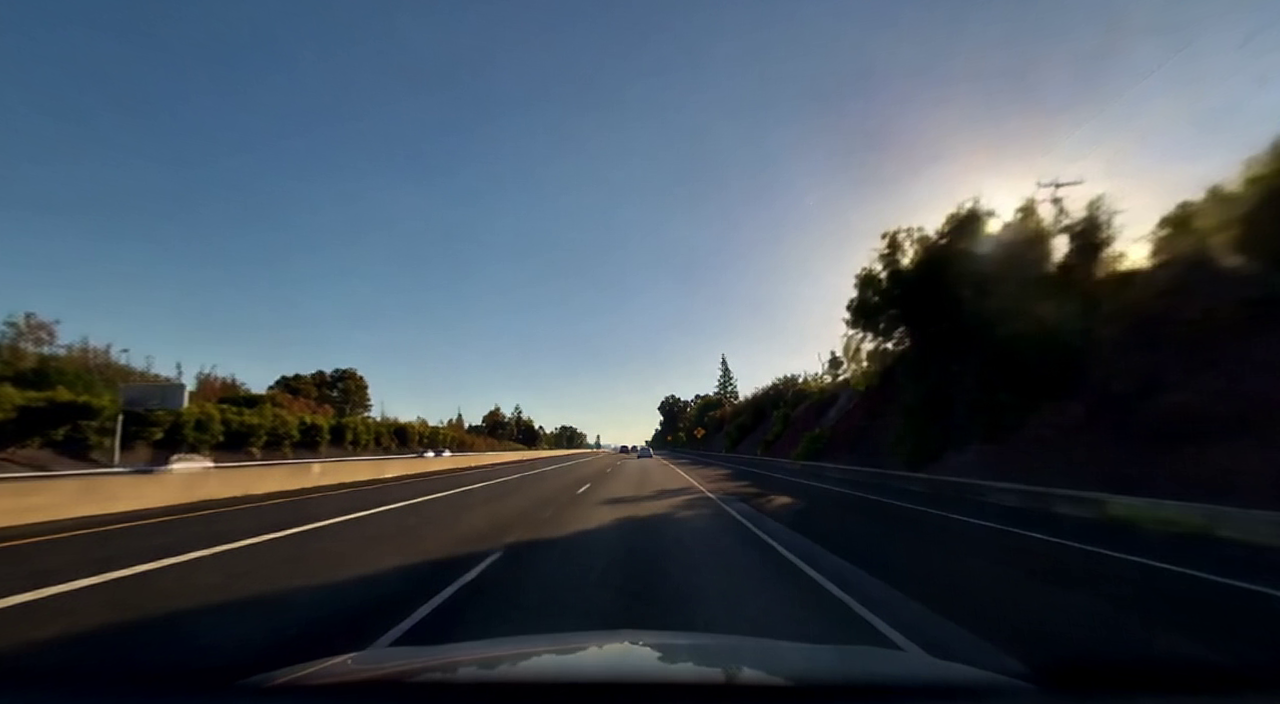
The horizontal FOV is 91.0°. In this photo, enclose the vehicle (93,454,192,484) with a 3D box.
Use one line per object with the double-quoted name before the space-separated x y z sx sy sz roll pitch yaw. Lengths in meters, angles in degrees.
"vehicle" -28.199 6.599 35.912 1.913 1.530 4.456 0 -9 1
